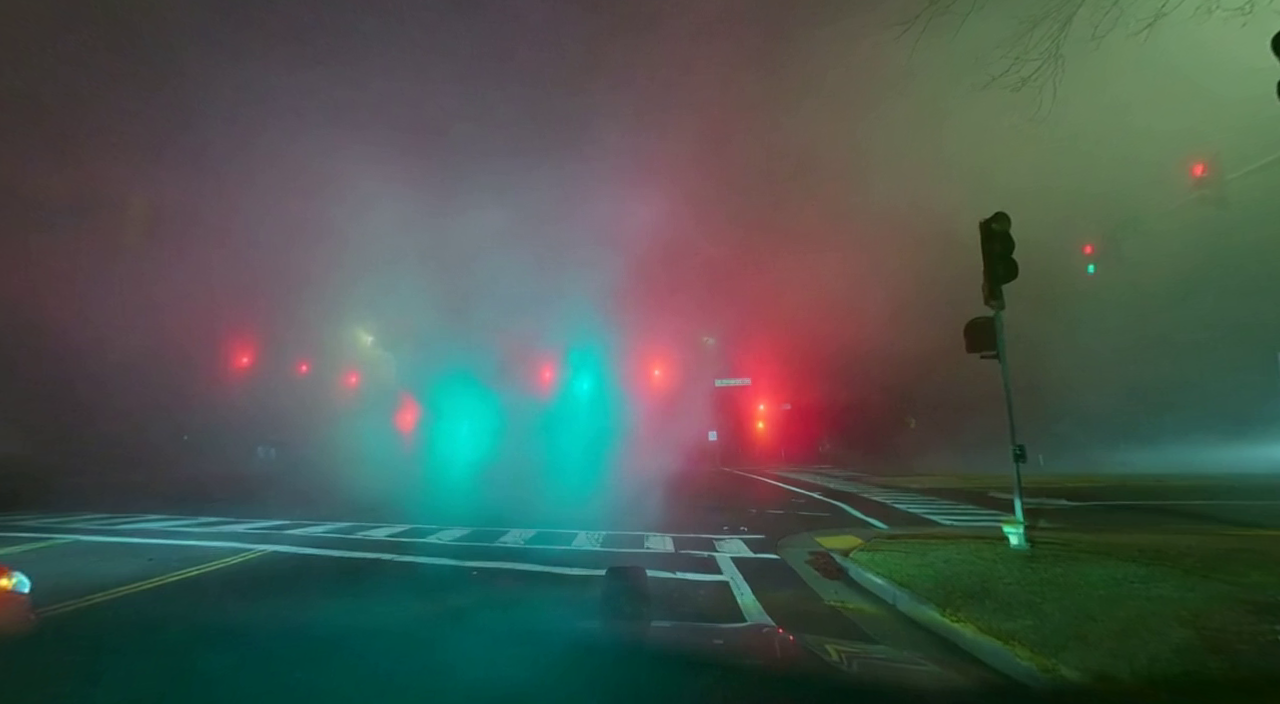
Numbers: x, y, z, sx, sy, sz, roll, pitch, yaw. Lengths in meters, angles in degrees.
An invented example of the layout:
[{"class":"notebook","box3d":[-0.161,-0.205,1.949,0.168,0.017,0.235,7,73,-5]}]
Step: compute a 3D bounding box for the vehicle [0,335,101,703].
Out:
[{"class":"vehicle","box3d":[-3.267,0.517,0.409,1.954,1.689,4.347,0,-8,0]}]
